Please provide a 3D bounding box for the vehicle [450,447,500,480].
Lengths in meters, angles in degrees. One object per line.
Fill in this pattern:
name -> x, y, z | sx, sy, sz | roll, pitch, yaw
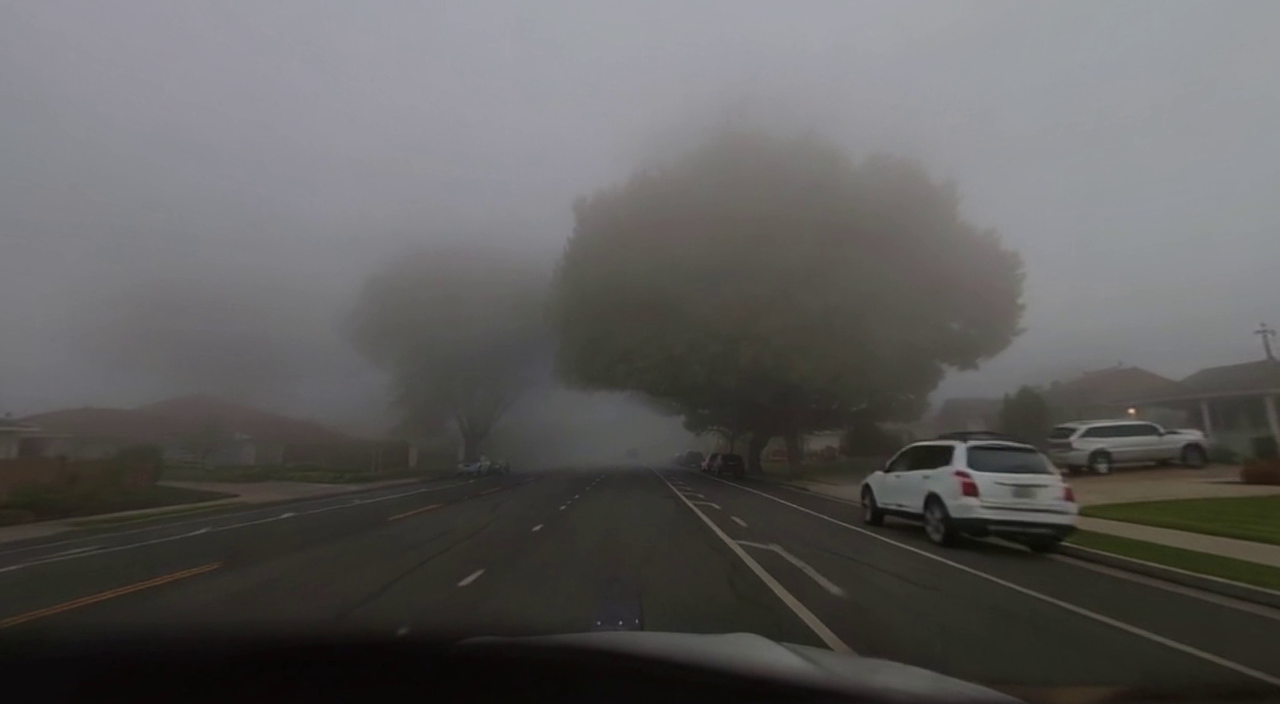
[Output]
vehicle -> -12.250, 8.280, 47.317 | 2.396, 2.159, 5.470 | -3, -8, -1

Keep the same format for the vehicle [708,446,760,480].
vehicle -> 4.848, 5.786, 33.202 | 1.900, 1.608, 5.037 | 0, -9, -1

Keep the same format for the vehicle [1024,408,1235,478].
vehicle -> 15.910, 3.000, 20.832 | 4.921, 2.117, 2.249 | -1, -9, 3

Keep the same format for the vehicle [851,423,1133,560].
vehicle -> 5.185, 2.088, 10.193 | 2.001, 1.693, 4.311 | 0, -9, 0
